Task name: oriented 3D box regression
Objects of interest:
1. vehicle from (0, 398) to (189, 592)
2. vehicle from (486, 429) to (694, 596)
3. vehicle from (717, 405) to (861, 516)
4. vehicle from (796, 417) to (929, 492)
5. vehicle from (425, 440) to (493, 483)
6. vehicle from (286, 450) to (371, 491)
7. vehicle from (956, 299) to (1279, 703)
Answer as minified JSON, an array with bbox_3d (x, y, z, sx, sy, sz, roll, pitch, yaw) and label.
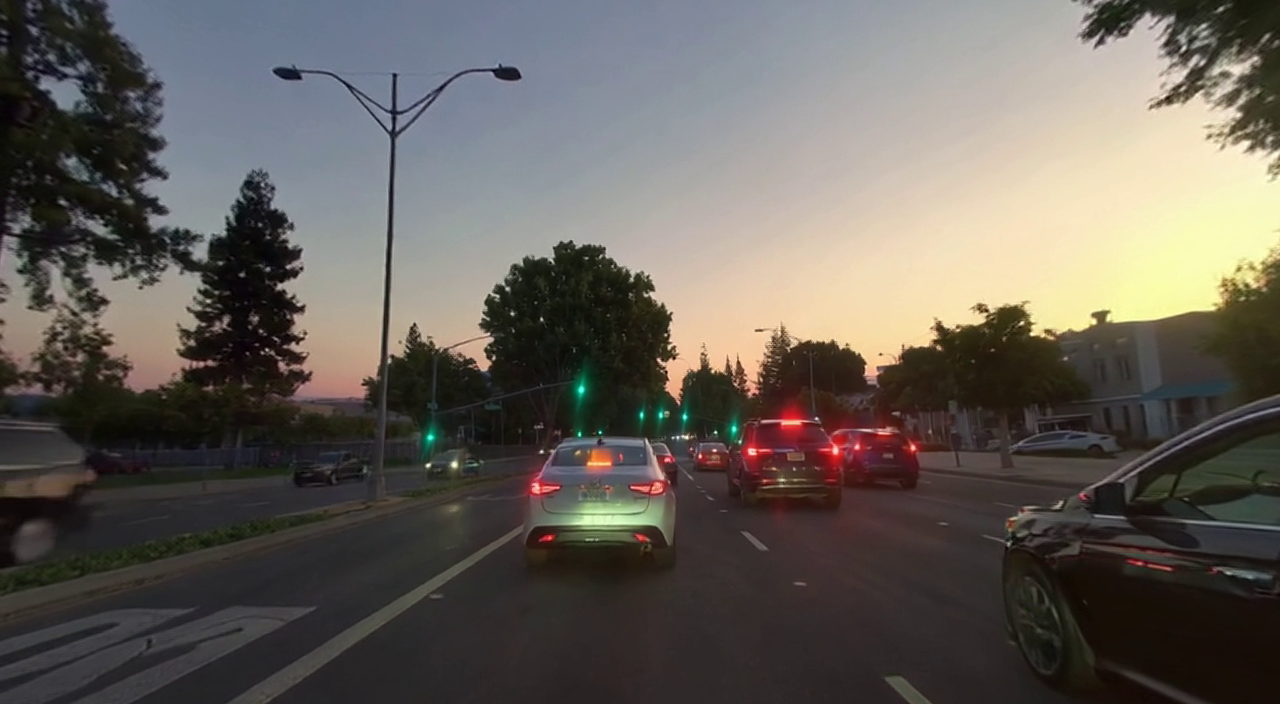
[{"bbox_3d":[-8.958,1.644,7.125,2.815,2.263,6.416,0,-8,1],"label":"vehicle"},{"bbox_3d":[-0.475,1.932,8.468,2.111,1.676,4.018,0,-8,1],"label":"vehicle"},{"bbox_3d":[3.734,2.886,17.145,2.516,2.481,5.766,0,-8,0],"label":"vehicle"},{"bbox_3d":[7.366,3.487,21.591,2.627,2.252,5.236,0,-8,0],"label":"vehicle"},{"bbox_3d":[-9.057,5.477,31.781,1.979,1.987,4.542,0,-8,1],"label":"vehicle"},{"bbox_3d":[-16.093,6.100,32.735,2.010,1.964,4.541,0,-8,1],"label":"vehicle"},{"bbox_3d":[3.211,0.805,2.155,1.982,1.960,4.427,0,-8,1],"label":"vehicle"}]
